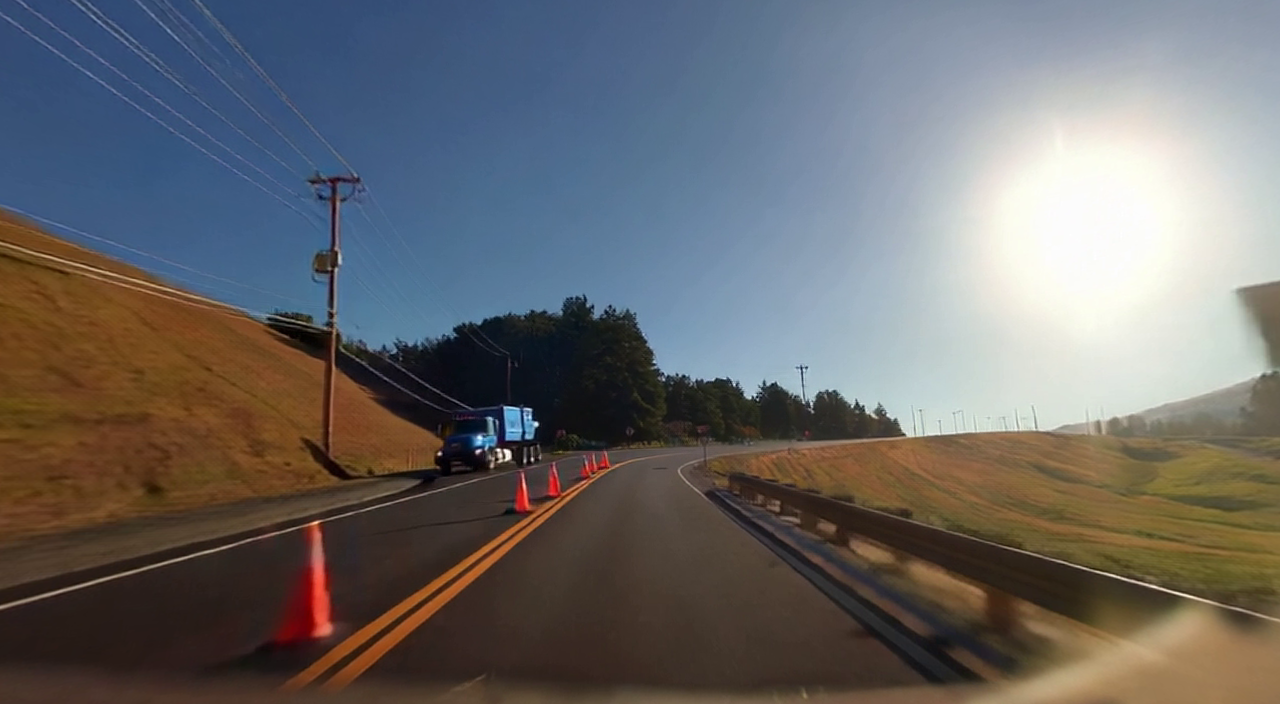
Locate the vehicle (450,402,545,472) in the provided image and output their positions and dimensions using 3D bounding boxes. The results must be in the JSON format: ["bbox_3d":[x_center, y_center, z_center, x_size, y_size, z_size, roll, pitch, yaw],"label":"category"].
[{"bbox_3d":[-7.461,4.602,34.087,3.031,3.185,7.053,-4,-8,4],"label":"vehicle"}]
